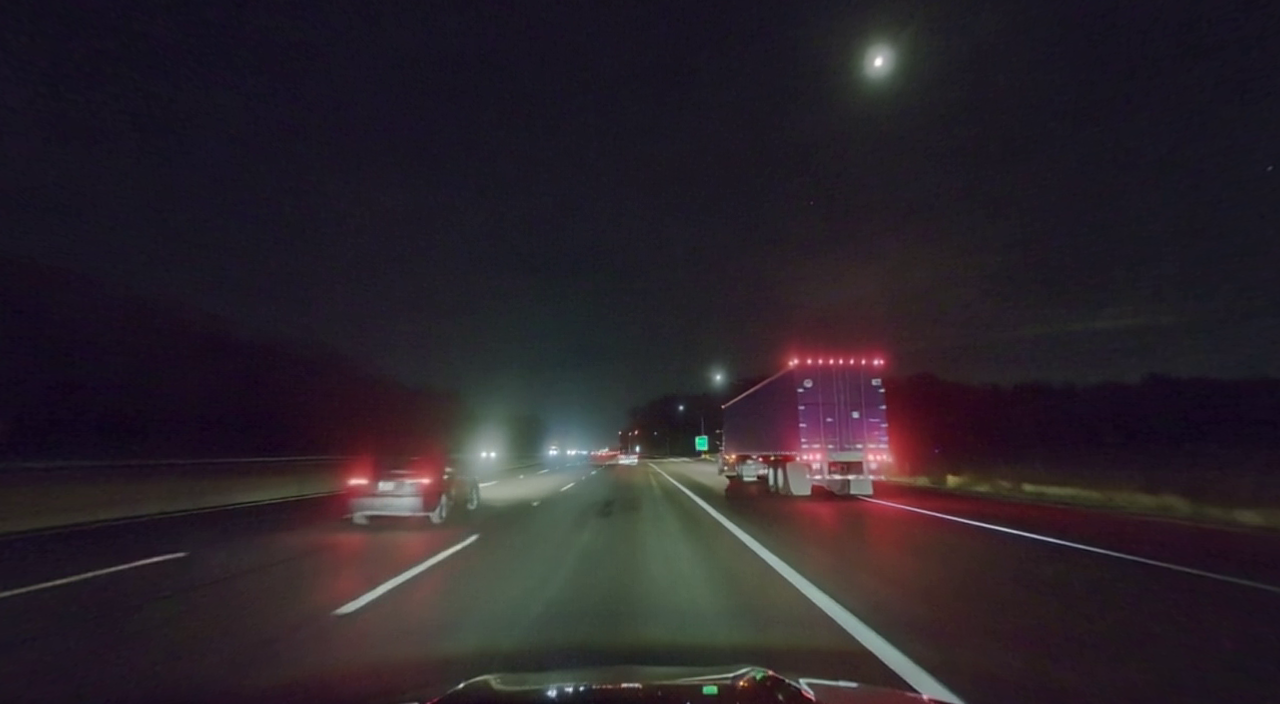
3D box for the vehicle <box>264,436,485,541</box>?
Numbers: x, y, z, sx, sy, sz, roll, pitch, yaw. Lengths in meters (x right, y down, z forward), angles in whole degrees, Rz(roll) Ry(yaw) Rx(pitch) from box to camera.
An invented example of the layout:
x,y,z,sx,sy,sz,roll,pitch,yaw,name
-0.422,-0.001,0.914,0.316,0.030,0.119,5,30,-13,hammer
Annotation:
x,y,z,sx,sy,sz,roll,pitch,yaw,name
-4.674,2.469,12.181,2.108,1.573,5.000,0,-9,0,vehicle
